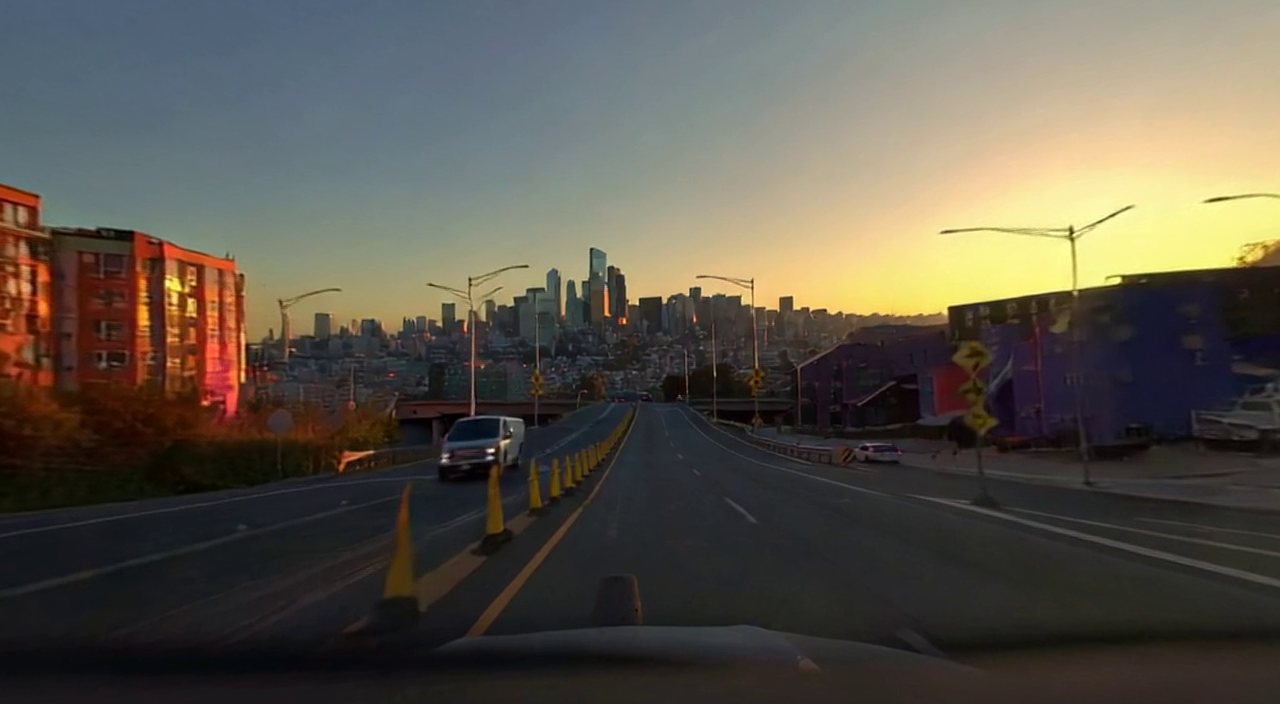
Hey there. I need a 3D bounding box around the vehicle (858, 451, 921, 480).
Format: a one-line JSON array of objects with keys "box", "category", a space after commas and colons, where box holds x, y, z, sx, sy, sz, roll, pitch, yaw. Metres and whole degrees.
[{"box": [14.279, 6.502, 36.428, 1.809, 1.497, 3.837, -1, -9, -4], "category": "vehicle"}]

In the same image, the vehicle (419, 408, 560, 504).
[{"box": [-3.191, 2.340, 14.448, 2.109, 1.848, 4.338, 0, -8, 1], "category": "vehicle"}]
